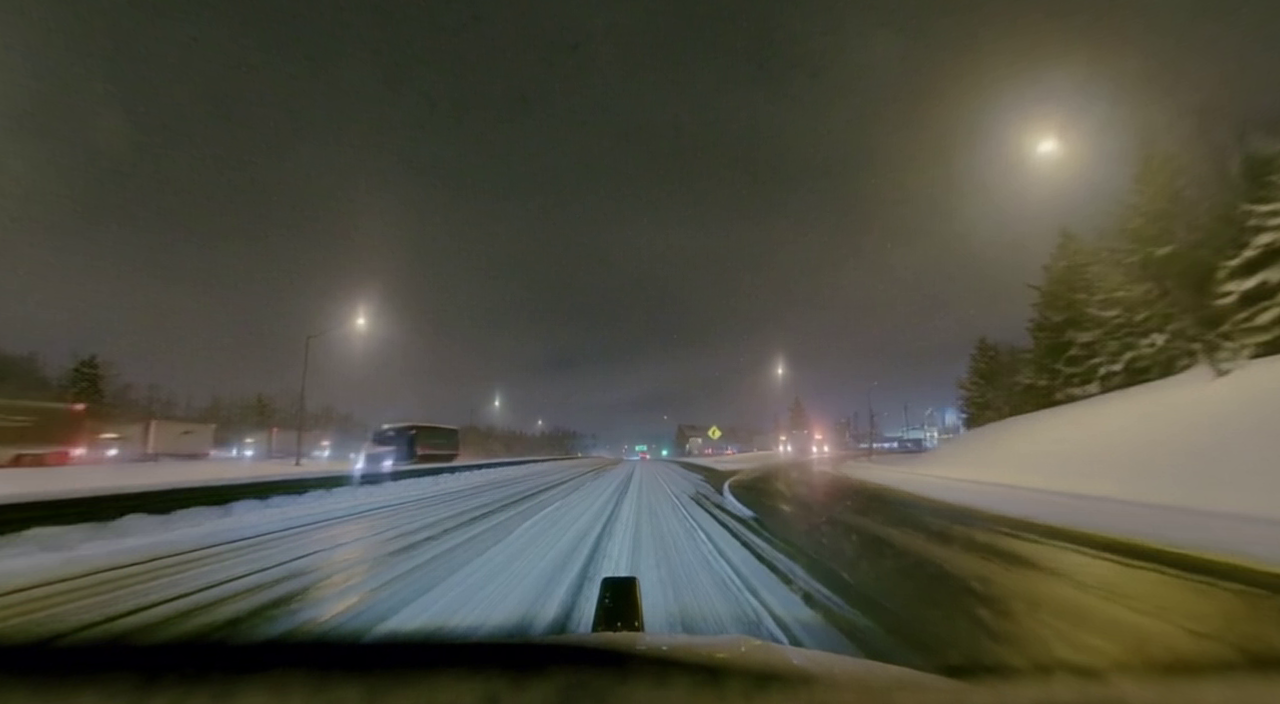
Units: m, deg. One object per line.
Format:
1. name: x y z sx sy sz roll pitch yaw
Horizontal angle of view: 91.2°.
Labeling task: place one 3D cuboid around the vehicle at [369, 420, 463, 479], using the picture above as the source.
1. vehicle: -16.224 7.210 46.396 3.035 3.814 9.987 -1 -9 1
